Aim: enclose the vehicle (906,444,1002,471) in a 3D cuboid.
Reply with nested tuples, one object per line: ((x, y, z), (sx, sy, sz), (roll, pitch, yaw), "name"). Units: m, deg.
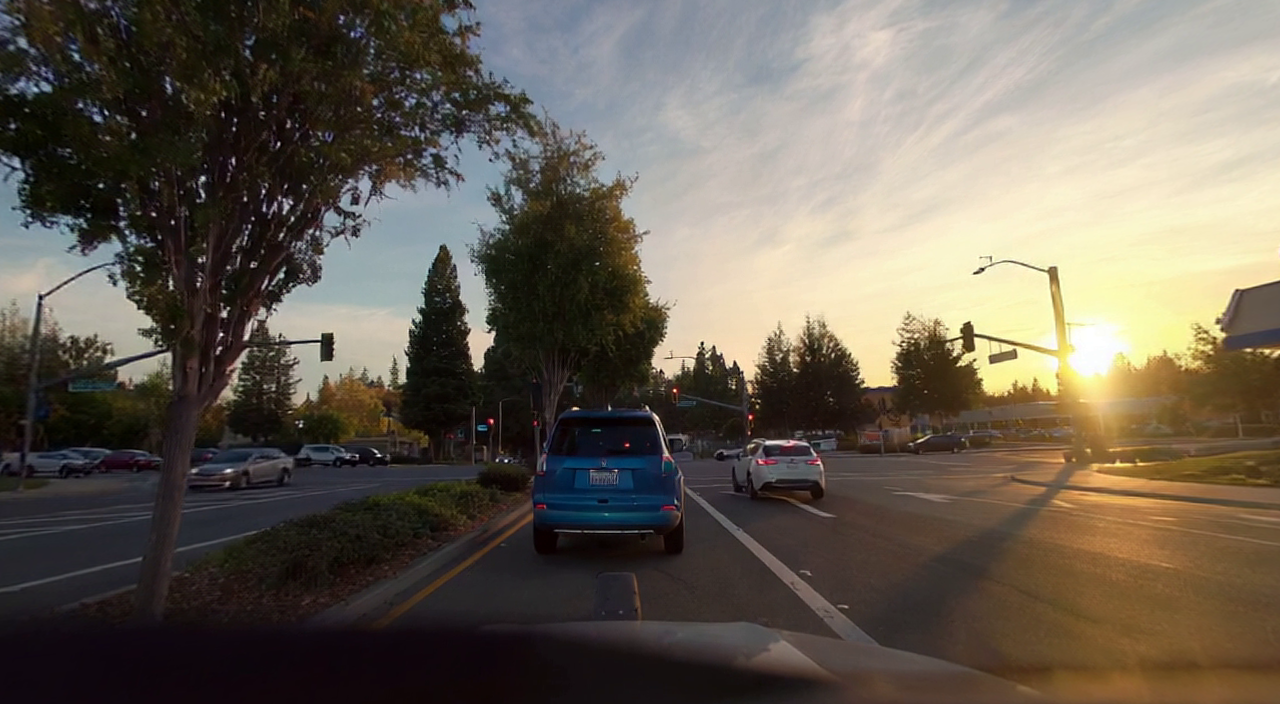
((17.205, 5.782, 34.772), (4.290, 1.427, 1.751), (0, -9, 2), "vehicle")

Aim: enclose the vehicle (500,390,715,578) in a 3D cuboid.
((-0.297, 1.646, 8.630), (2.096, 1.837, 4.687), (0, -9, 1), "vehicle")

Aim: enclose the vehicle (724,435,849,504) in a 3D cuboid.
((3.655, 3.026, 16.761), (2.098, 1.555, 4.778), (0, -9, -1), "vehicle")

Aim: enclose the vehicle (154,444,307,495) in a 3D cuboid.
((-12.975, 3.719, 20.448), (1.983, 1.460, 4.456), (0, -9, 0), "vehicle")
